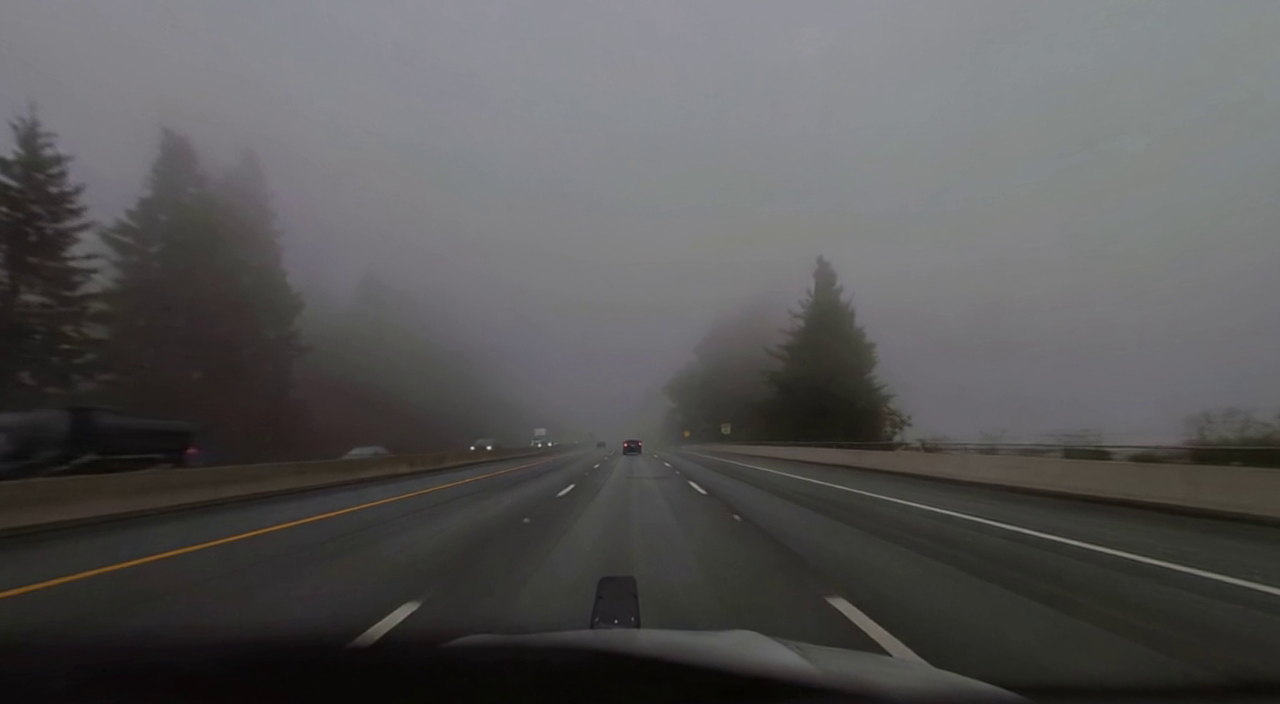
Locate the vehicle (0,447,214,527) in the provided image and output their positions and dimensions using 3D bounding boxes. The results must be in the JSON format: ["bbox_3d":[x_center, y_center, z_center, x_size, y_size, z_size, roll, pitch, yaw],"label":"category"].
[{"bbox_3d":[-12.327,2.972,14.512,1.962,1.479,4.434,-1,-8,-1],"label":"vehicle"}]

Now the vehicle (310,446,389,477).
[{"bbox_3d":[-15.391,5.808,33.654,1.994,1.466,4.663,-1,-8,0],"label":"vehicle"}]

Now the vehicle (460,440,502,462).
[{"bbox_3d":[-12.084,7.541,48.073,2.109,1.557,4.531,-1,-8,0],"label":"vehicle"}]
